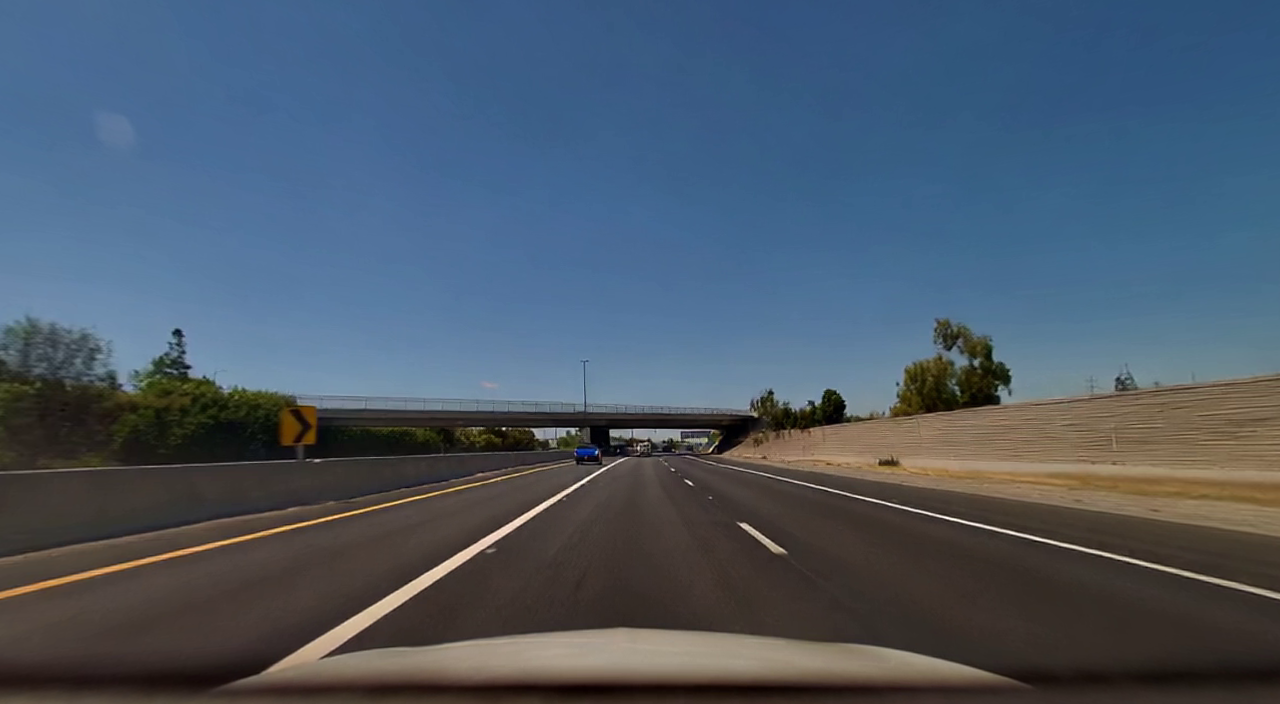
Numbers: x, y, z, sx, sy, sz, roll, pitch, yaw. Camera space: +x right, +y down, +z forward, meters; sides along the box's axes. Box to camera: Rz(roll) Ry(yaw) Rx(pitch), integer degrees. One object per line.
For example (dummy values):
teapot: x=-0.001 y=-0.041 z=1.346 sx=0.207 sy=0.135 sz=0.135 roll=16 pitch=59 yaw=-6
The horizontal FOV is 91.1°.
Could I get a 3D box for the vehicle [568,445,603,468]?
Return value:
vehicle: x=-3.770 y=7.308 z=44.224 sx=2.001 sy=1.521 sz=3.900 roll=0 pitch=-9 yaw=1
